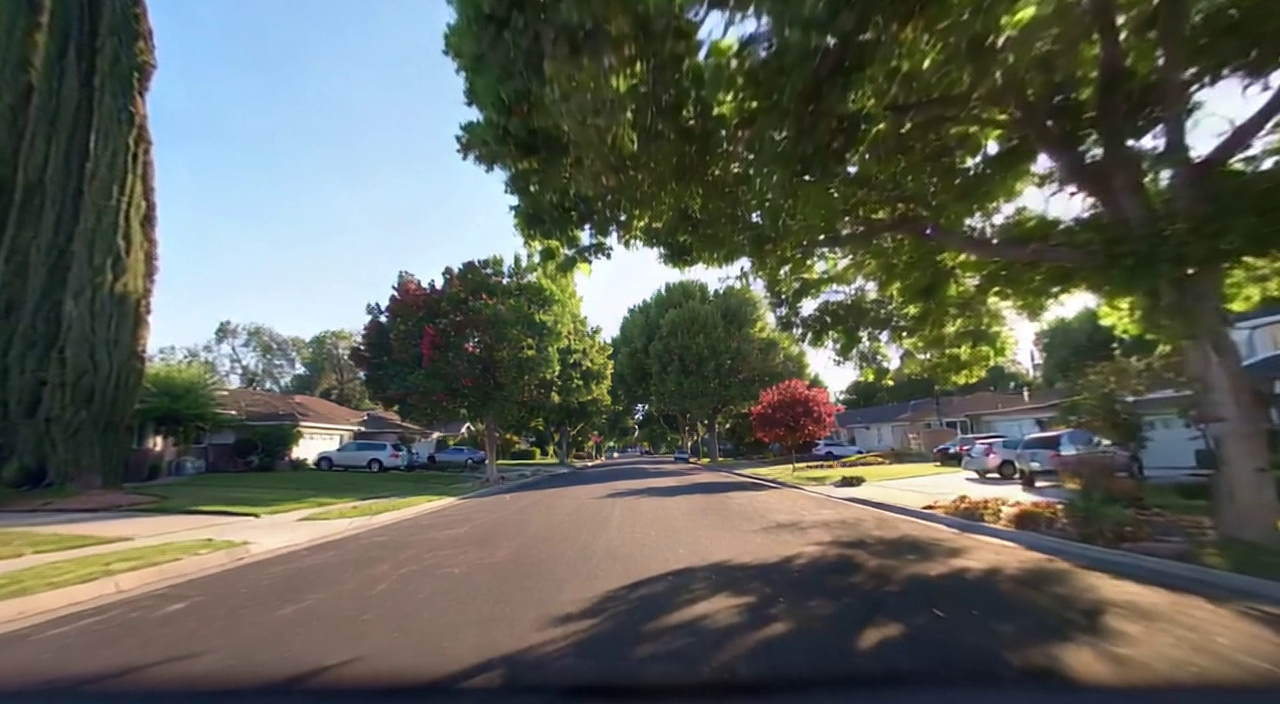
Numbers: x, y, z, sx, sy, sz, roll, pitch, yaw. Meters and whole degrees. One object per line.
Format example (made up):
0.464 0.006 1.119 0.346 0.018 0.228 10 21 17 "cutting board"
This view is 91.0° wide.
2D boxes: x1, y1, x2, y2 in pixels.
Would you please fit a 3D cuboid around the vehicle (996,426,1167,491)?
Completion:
13.271 3.157 18.903 4.708 1.727 2.076 4 -10 -26 "vehicle"

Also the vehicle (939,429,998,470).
16.588 4.957 32.030 2.288 1.880 4.939 -4 -10 24 "vehicle"

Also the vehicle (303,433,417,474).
-15.035 5.448 34.145 2.575 2.031 5.155 -4 -9 23 "vehicle"
